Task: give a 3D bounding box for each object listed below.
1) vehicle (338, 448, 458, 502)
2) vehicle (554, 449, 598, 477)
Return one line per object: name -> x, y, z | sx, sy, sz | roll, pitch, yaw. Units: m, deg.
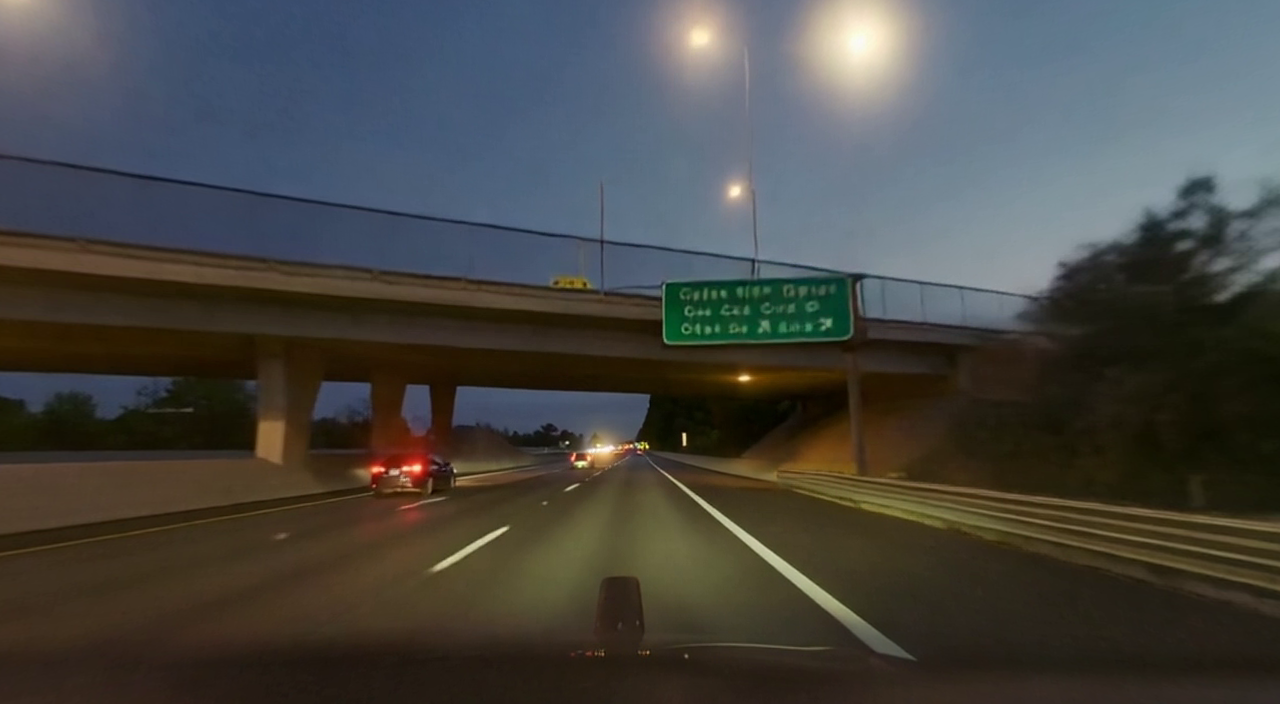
vehicle -> -7.653, 3.907, 20.481 | 2.002, 1.507, 4.631 | 0, -9, 1
vehicle -> -3.715, 6.544, 37.372 | 2.102, 1.571, 4.666 | 0, -9, 1
